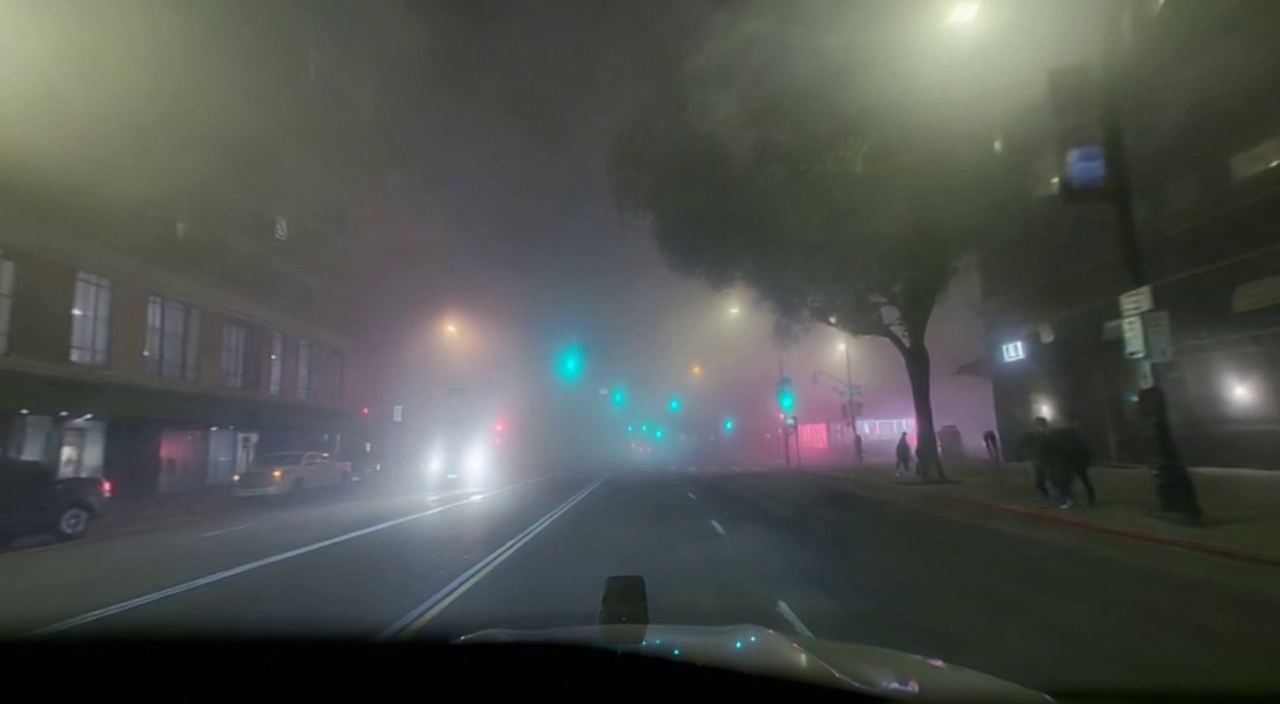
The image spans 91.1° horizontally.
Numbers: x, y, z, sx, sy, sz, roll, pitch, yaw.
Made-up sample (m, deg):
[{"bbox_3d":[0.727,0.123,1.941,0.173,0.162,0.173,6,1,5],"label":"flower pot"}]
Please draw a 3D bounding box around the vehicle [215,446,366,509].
[{"bbox_3d":[-12.211,4.363,22.551,2.126,1.963,5.547,0,-8,1],"label":"vehicle"}]

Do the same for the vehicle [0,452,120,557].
[{"bbox_3d":[-12.341,2.719,11.123,2.075,1.809,4.804,0,-8,0],"label":"vehicle"}]

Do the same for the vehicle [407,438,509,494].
[{"bbox_3d":[-6.044,3.816,21.461,2.128,1.704,4.343,0,-8,1],"label":"vehicle"}]
